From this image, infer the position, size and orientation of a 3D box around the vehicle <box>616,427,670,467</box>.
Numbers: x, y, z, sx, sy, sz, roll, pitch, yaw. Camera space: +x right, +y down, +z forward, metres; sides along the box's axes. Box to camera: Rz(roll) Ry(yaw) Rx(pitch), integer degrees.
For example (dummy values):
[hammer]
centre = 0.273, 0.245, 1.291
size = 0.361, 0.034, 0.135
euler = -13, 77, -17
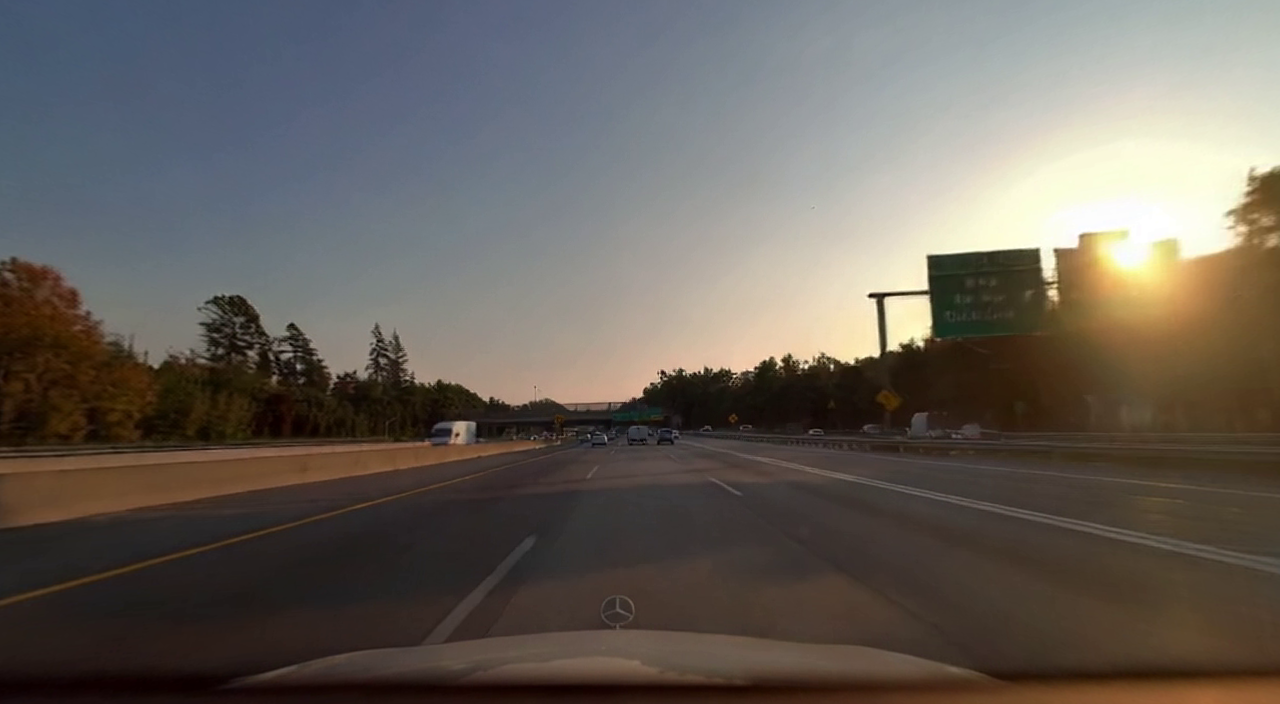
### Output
[vehicle]
centre = 0.062, 3.952, 26.474
size = 2.086, 1.554, 3.875
euler = 0, -8, -2
